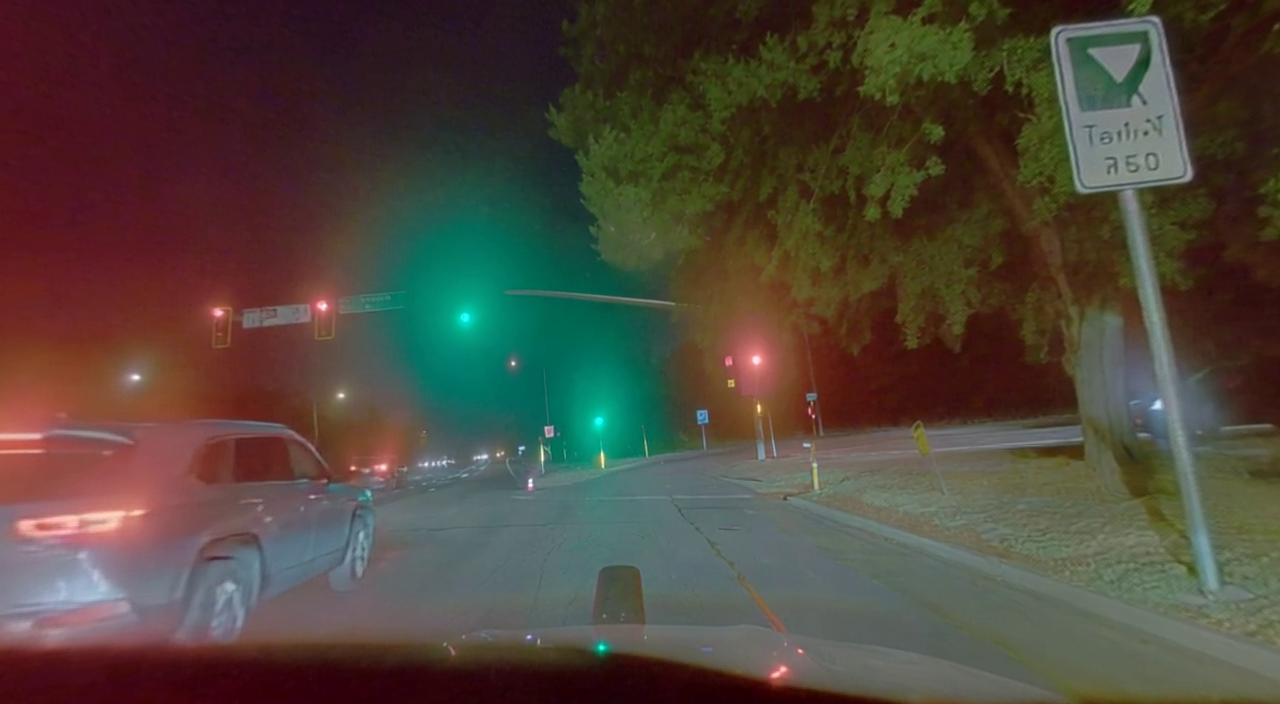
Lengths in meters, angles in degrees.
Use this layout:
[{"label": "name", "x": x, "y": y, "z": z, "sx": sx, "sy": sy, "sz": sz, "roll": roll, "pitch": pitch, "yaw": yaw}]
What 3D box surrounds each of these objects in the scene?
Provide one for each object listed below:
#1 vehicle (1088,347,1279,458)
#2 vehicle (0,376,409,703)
[{"label": "vehicle", "x": 10.667, "y": 1.061, "z": 11.631, "sx": 1.855, "sy": 1.669, "sz": 4.529, "roll": -1, "pitch": -9, "yaw": 6}, {"label": "vehicle", "x": -3.538, "y": 1.273, "z": 4.838, "sx": 2.134, "sy": 1.707, "sz": 4.471, "roll": 0, "pitch": -8, "yaw": -5}]
